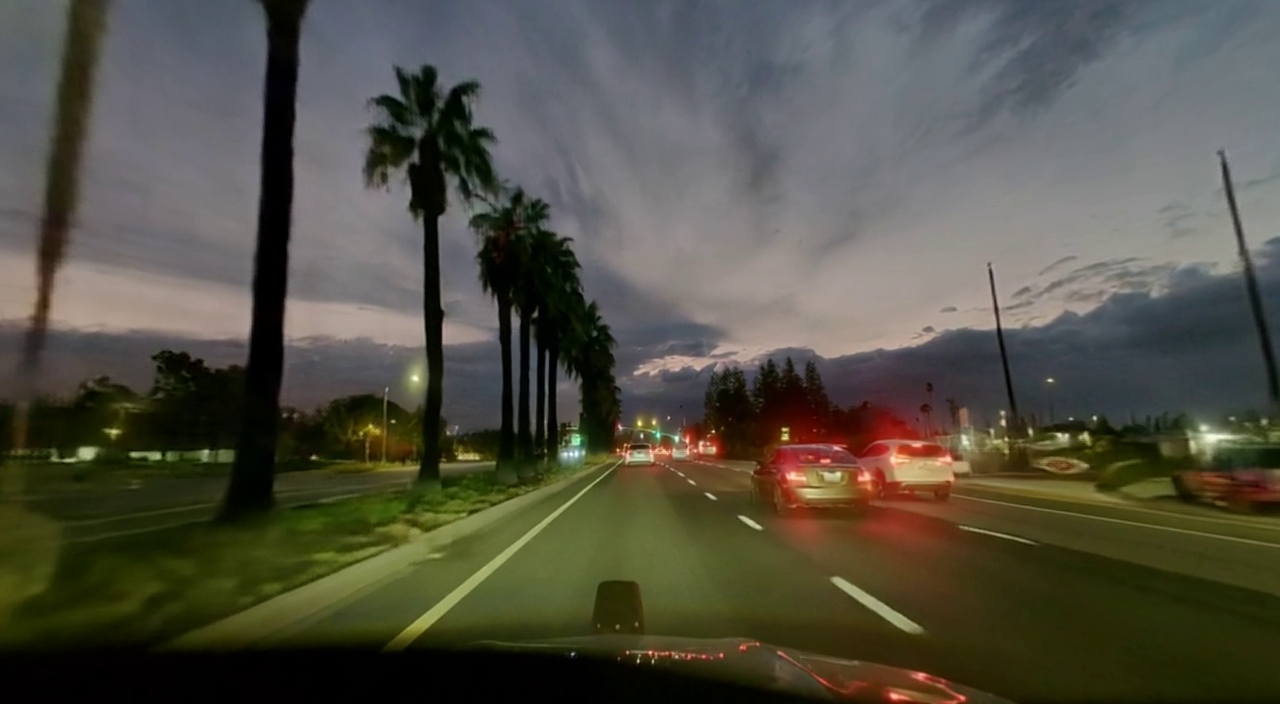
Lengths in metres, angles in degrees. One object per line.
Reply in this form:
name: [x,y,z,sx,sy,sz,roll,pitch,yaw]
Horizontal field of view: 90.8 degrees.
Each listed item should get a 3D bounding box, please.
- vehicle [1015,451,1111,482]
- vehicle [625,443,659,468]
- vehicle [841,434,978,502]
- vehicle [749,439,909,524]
vehicle: [21.672,5.846,32.592,1.854,1.411,4.490,0,-8,0]
vehicle: [0.105,6.506,39.807,2.031,1.444,4.361,1,-8,-1]
vehicle: [7.397,3.211,17.919,1.916,1.646,4.258,1,-8,-1]
vehicle: [3.693,2.603,13.313,1.875,1.452,4.453,1,-8,-2]
